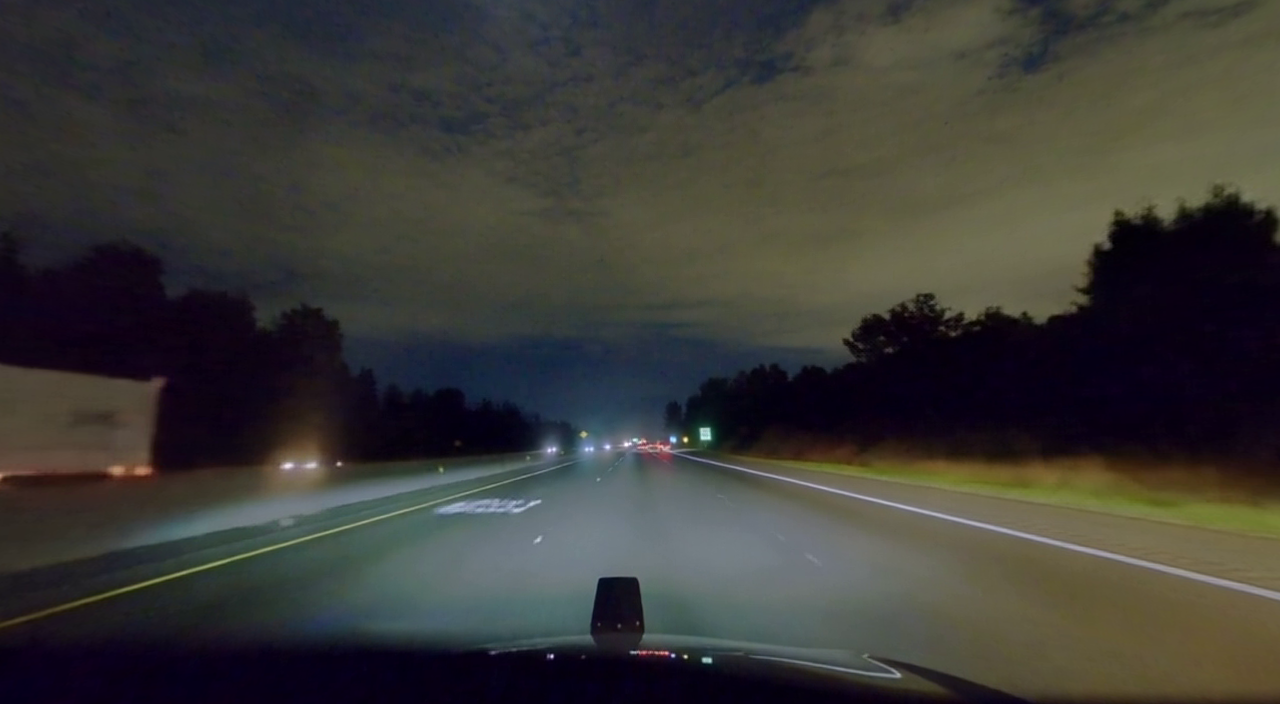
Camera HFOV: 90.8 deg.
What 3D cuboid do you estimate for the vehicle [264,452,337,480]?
[{"bbox_3d":[-19.624,6.566,36.685,1.797,1.464,4.384,0,-9,0],"label":"vehicle"}]
